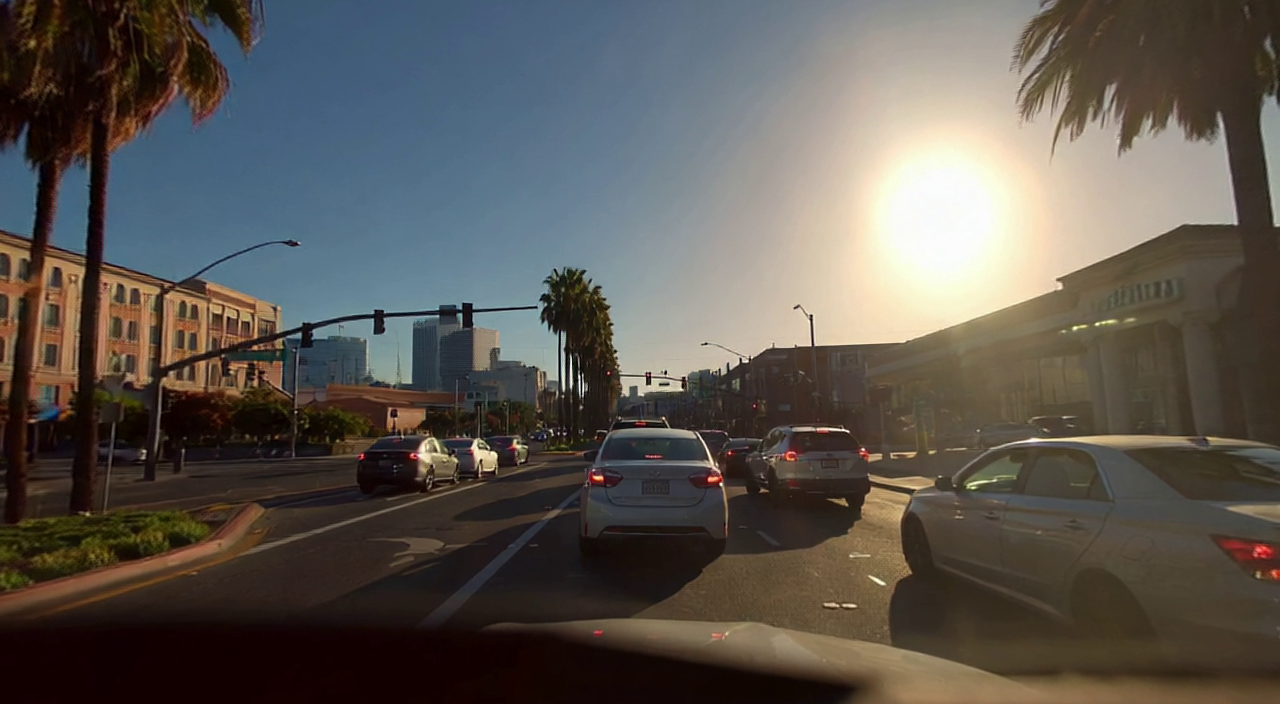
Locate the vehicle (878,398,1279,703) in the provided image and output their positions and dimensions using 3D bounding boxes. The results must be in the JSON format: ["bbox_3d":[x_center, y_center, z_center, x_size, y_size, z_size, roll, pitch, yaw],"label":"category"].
[{"bbox_3d":[3.541,1.227,4.492,1.910,1.490,4.661,0,-8,1],"label":"vehicle"}]

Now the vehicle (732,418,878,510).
[{"bbox_3d":[3.487,2.472,14.316,2.169,1.751,4.276,0,-8,0],"label":"vehicle"}]

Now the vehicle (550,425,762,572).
[{"bbox_3d":[0.175,1.787,8.463,2.140,1.474,4.026,0,-8,0],"label":"vehicle"}]

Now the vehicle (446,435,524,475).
[{"bbox_3d":[-6.060,4.094,25.217,1.822,1.456,4.396,0,-8,2],"label":"vehicle"}]

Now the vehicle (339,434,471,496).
[{"bbox_3d":[-6.266,3.049,17.396,1.900,1.487,4.165,0,-8,2],"label":"vehicle"}]
